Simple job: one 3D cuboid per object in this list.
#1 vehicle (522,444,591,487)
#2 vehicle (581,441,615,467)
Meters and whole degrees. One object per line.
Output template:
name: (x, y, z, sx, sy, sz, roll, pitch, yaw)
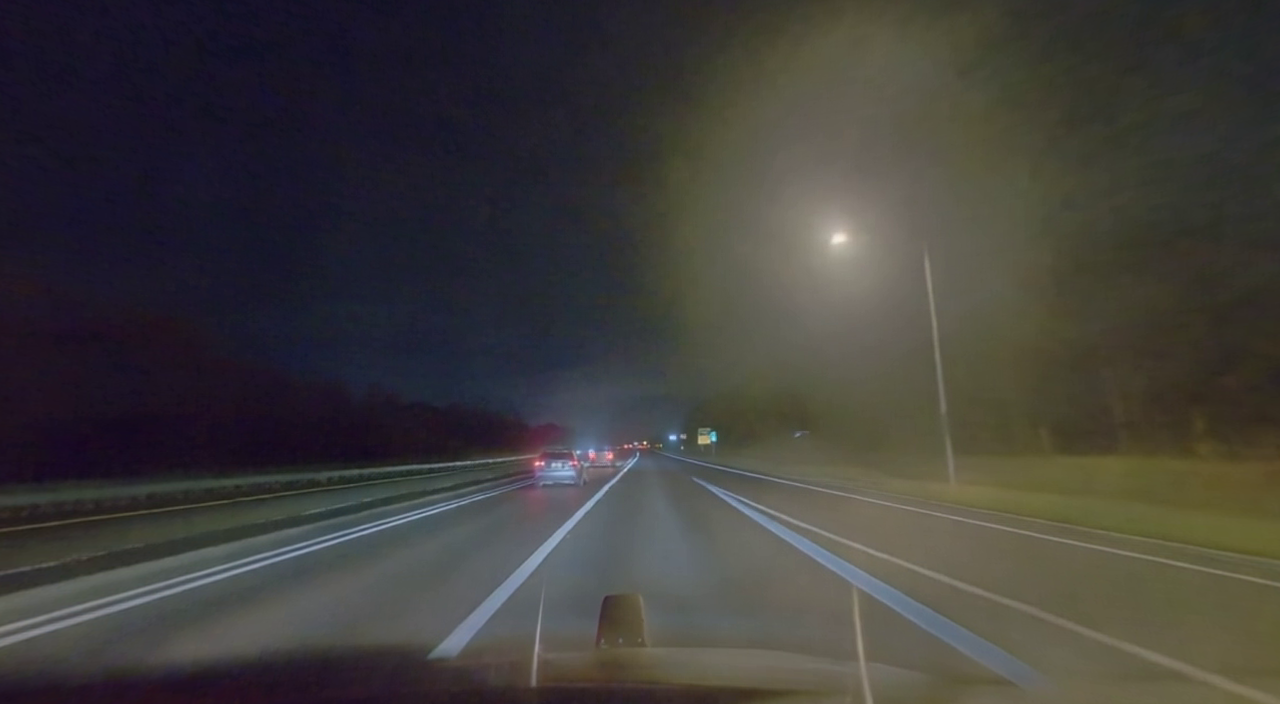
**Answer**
vehicle: (-3.219, 4.504, 25.340, 2.044, 1.527, 4.607, 0, -9, 1)
vehicle: (-3.076, 7.614, 47.093, 2.177, 1.852, 4.427, 0, -9, 1)
